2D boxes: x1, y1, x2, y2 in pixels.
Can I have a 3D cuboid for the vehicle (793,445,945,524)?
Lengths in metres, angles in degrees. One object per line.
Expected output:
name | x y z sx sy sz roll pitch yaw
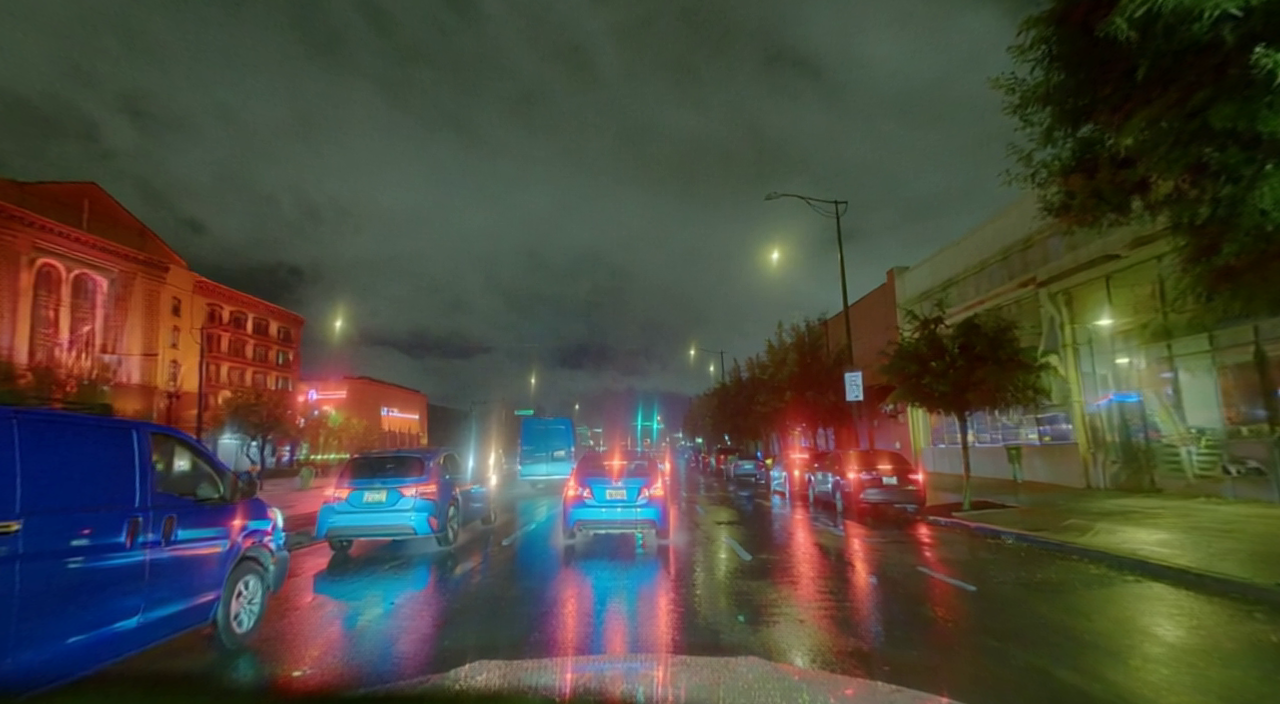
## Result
vehicle | 4.906 2.858 14.196 1.832 1.491 4.054 1 -9 -1

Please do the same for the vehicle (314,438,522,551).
vehicle | -3.532 2.332 11.087 1.995 1.554 4.426 0 -9 1

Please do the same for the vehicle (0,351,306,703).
vehicle | -3.718 0.866 2.496 2.140 1.768 4.685 0 -9 1

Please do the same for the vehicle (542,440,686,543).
vehicle | -0.384 2.417 11.573 2.152 1.518 4.113 0 -9 0
